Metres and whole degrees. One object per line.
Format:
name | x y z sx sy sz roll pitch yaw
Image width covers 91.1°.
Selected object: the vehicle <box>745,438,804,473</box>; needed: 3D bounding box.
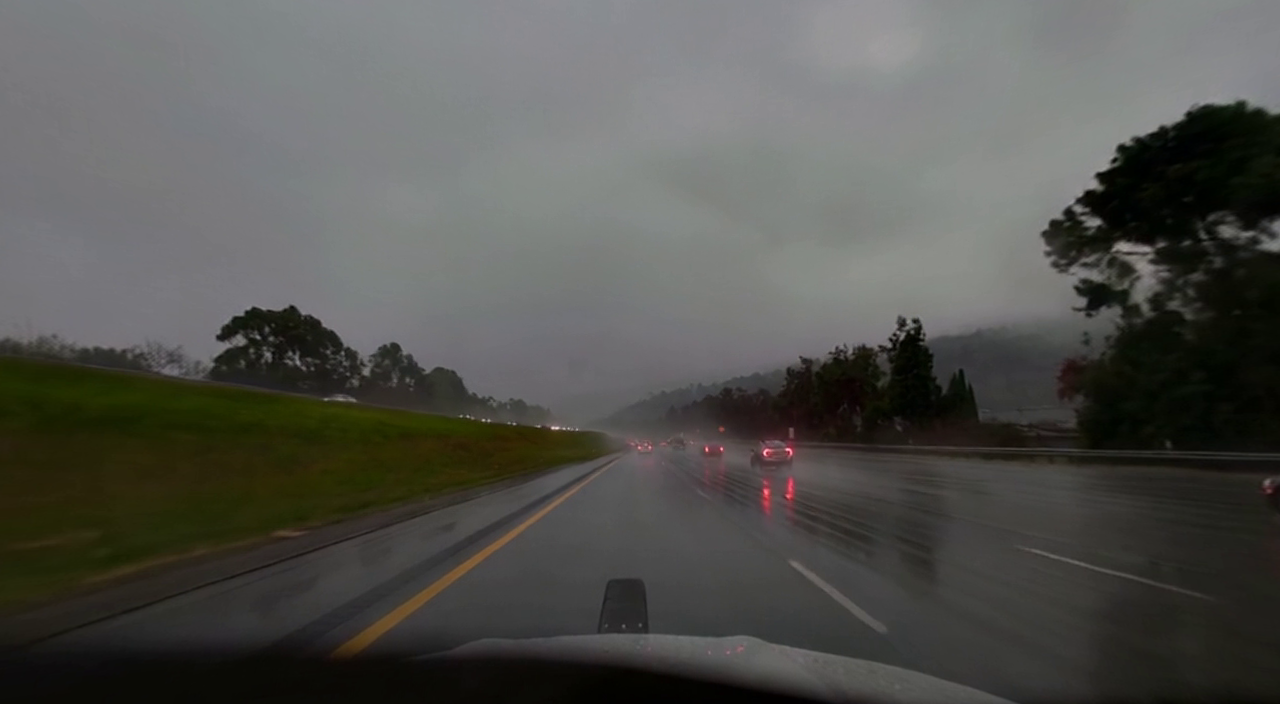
vehicle | 7.011 5.420 33.228 2.048 1.697 4.689 0 -8 -1
